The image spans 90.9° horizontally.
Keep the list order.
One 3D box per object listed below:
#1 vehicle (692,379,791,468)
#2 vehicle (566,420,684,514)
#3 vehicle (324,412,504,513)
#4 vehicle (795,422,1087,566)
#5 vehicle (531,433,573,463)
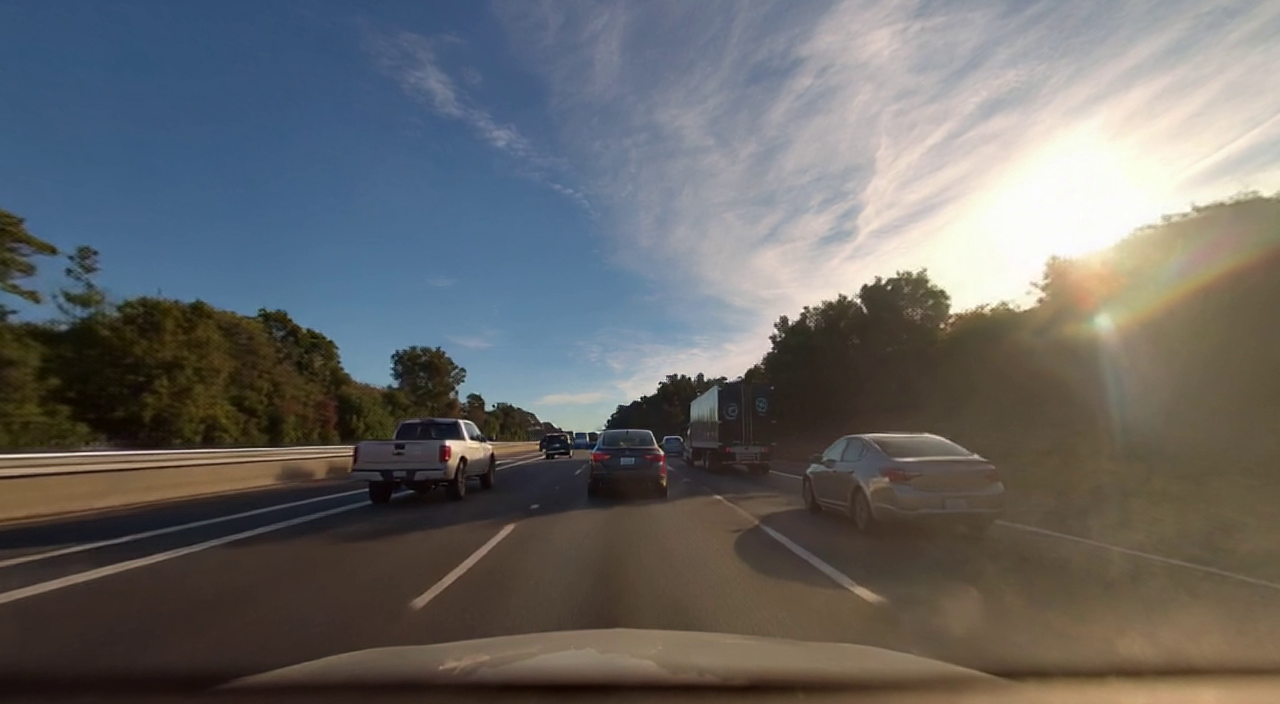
[{"bbox_3d":[5.286,4.260,36.311,2.888,4.135,14.071,0,-8,-2],"label":"vehicle"},{"bbox_3d":[-0.293,2.296,13.076,2.083,1.647,3.799,0,-8,-1],"label":"vehicle"},{"bbox_3d":[-4.515,2.274,13.531,2.101,1.767,4.702,0,-8,0],"label":"vehicle"},{"bbox_3d":[3.634,1.754,8.597,1.951,1.477,3.963,0,-8,-1],"label":"vehicle"},{"bbox_3d":[-5.169,5.689,37.542,1.971,1.648,3.983,0,-8,-1],"label":"vehicle"}]
